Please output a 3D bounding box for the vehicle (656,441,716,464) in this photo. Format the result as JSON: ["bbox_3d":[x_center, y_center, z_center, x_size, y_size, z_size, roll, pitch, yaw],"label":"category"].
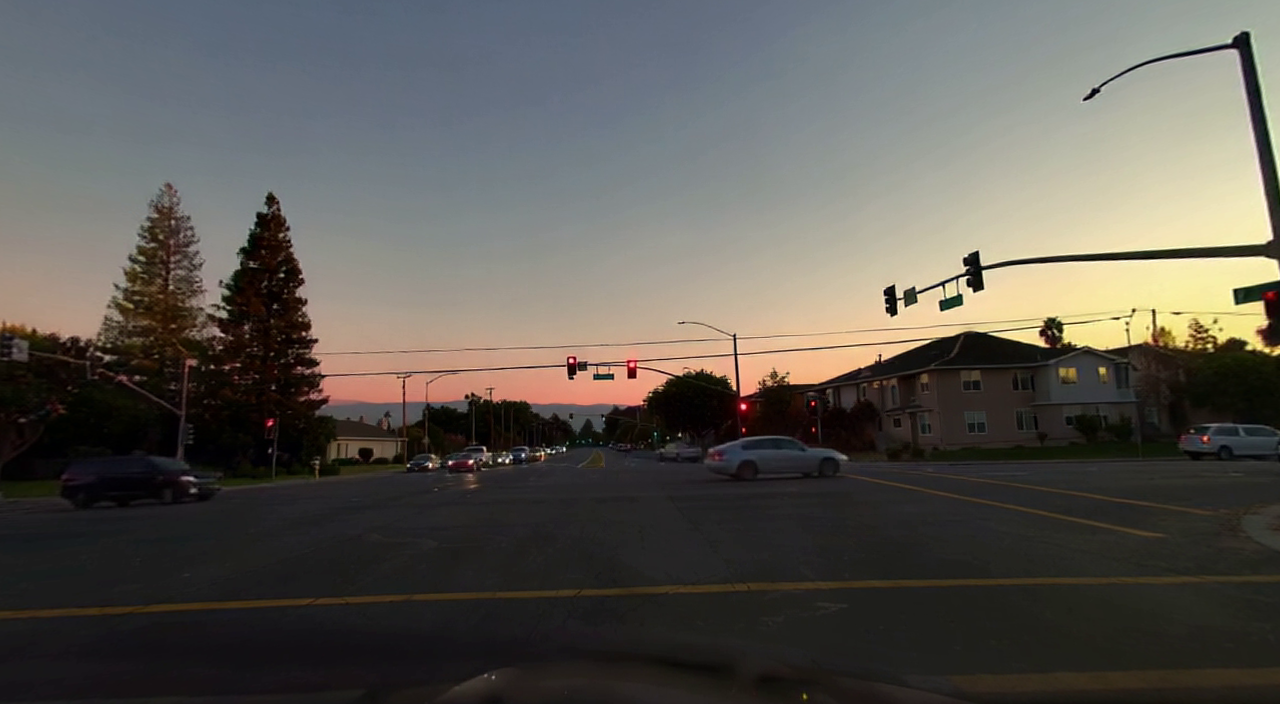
[{"bbox_3d":[3.177,7.102,44.908,1.932,1.539,4.873,4,-10,-28],"label":"vehicle"}]

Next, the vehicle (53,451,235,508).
[{"bbox_3d":[-16.498,4.239,21.189,4.431,1.739,1.935,-1,-9,1],"label":"vehicle"}]

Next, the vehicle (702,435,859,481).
[{"bbox_3d":[4.645,3.589,21.506,4.823,1.449,2.017,0,-9,-1],"label":"vehicle"}]

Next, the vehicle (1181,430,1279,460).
[{"bbox_3d":[31.333,4.882,33.015,4.318,1.488,1.870,0,-9,-1],"label":"vehicle"}]

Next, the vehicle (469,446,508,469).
[{"bbox_3d":[-10.686,7.454,44.768,1.881,1.509,3.377,0,-9,1],"label":"vehicle"}]
